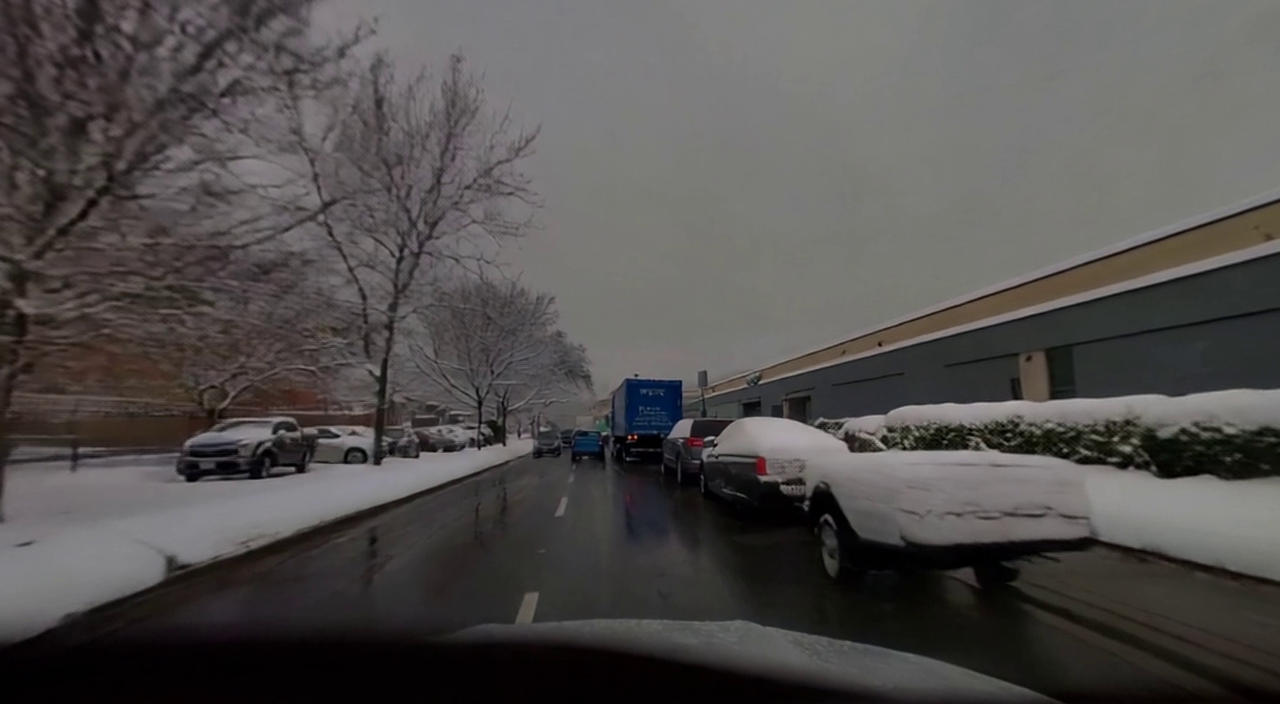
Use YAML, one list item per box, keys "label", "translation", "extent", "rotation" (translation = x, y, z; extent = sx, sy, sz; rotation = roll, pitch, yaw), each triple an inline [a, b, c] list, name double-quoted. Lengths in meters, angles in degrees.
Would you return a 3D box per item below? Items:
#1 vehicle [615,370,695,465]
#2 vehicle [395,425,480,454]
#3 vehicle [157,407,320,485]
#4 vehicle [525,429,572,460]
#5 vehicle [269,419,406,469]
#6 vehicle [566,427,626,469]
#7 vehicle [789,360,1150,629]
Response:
- label: "vehicle"
  translation: [0.379, 3.773, 34.595]
  extent: [2.865, 4.113, 14.471]
  rotation: [1, -7, -5]
- label: "vehicle"
  translation: [-10.844, 4.706, 33.948]
  extent: [4.015, 1.461, 1.903]
  rotation: [1, -7, -8]
- label: "vehicle"
  translation: [-10.259, 2.428, 16.584]
  extent: [1.996, 1.719, 4.382]
  rotation: [3, -8, -10]
- label: "vehicle"
  translation: [-4.733, 4.836, 33.161]
  extent: [1.989, 1.481, 4.008]
  rotation: [0, -7, -2]
- label: "vehicle"
  translation: [-9.724, 2.991, 20.531]
  extent: [3.569, 1.520, 1.797]
  rotation: [1, -7, -7]
- label: "vehicle"
  translation: [-1.745, 3.771, 25.072]
  extent: [2.160, 1.498, 3.909]
  rotation: [1, -7, -4]
- label: "vehicle"
  translation: [2.544, 1.115, 5.499]
  extent: [1.686, 1.786, 2.276]
  rotation: [0, -8, -6]
